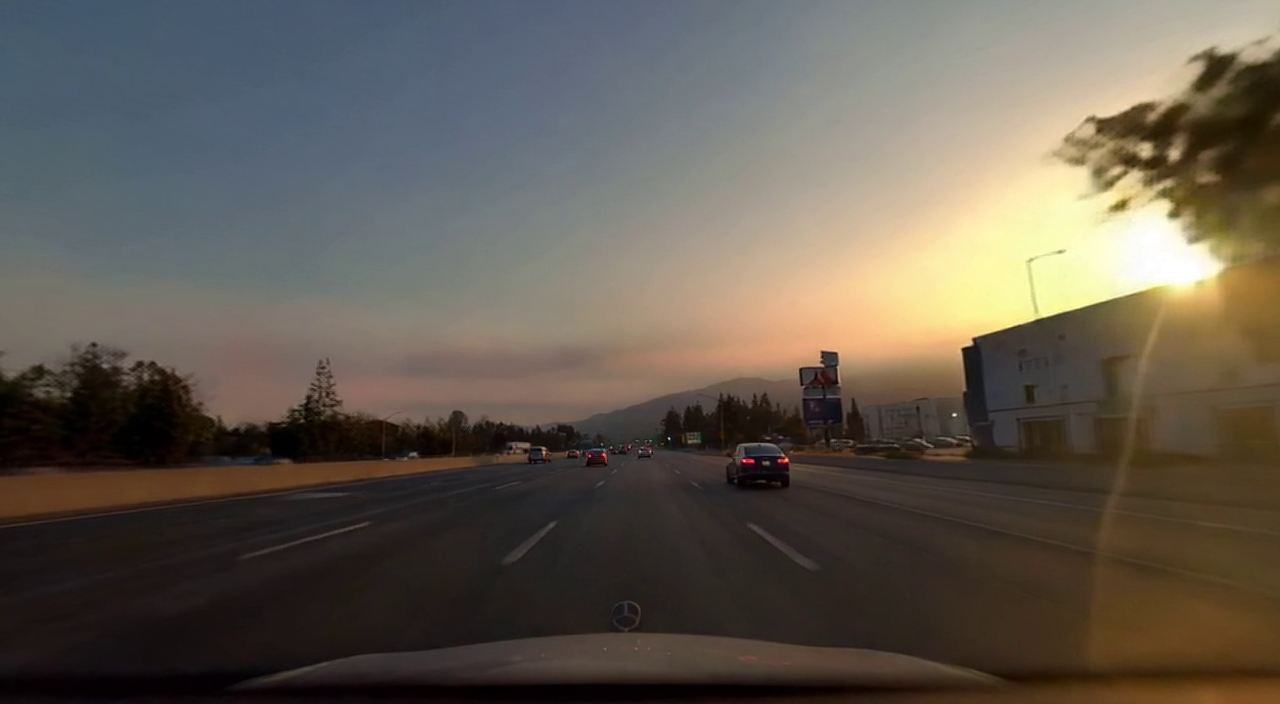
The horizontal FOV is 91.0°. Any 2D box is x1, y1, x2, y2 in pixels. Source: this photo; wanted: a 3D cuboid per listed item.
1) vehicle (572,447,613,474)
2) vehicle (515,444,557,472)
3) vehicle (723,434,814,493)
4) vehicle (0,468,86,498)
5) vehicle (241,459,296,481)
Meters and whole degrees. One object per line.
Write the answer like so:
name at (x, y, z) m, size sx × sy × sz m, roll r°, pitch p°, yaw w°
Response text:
vehicle at (-2.801, 6.528, 38.006) m, size 2.139 × 1.510 × 4.506 m, roll 0°, pitch -9°, yaw 0°
vehicle at (-7.323, 7.512, 44.881) m, size 2.112 × 1.813 × 4.716 m, roll 0°, pitch -9°, yaw 1°
vehicle at (4.269, 3.783, 21.706) m, size 2.109 × 1.764 × 4.704 m, roll 0°, pitch -9°, yaw 0°
vehicle at (-33.671, 7.266, 35.155) m, size 1.813 × 1.475 × 3.941 m, roll 0°, pitch -9°, yaw 1°
vehicle at (-27.777, 8.840, 47.199) m, size 1.722 × 1.495 × 3.786 m, roll 0°, pitch -9°, yaw 0°
